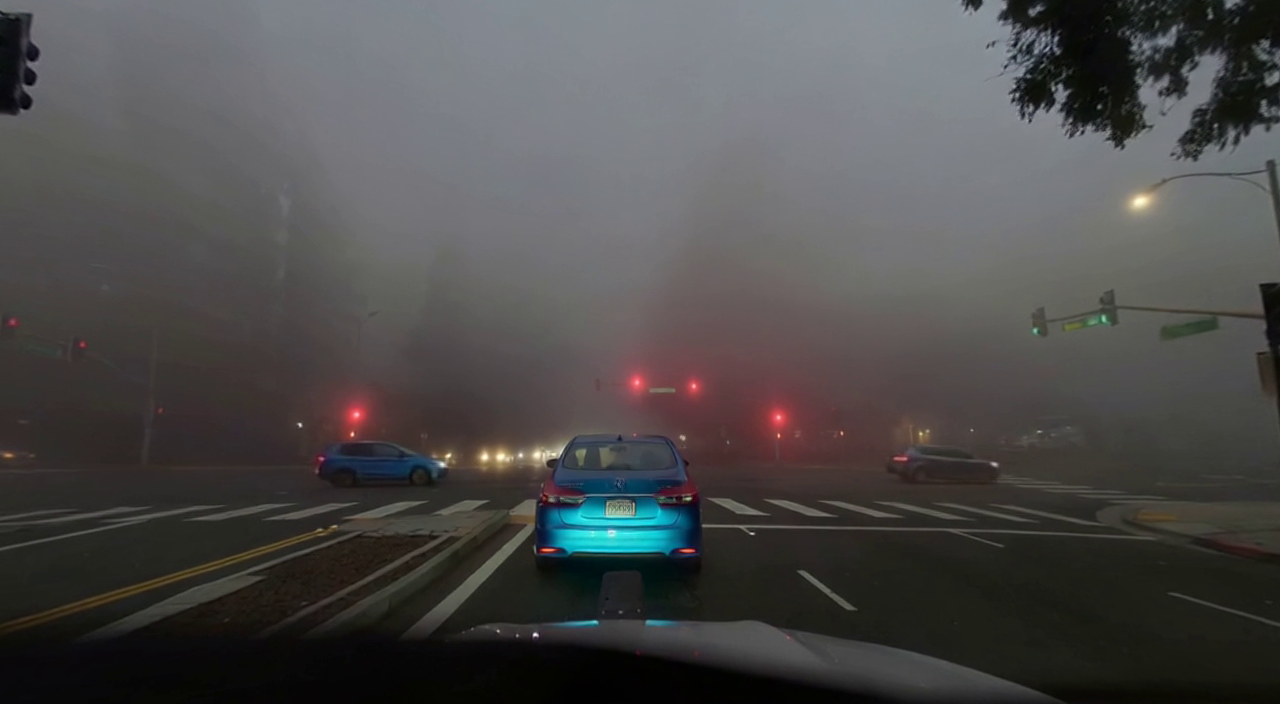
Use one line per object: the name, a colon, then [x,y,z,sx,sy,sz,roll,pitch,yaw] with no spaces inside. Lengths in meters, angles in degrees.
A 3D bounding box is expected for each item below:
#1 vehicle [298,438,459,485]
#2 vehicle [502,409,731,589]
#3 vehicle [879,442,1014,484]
vehicle: [-9.277,3.908,22.771,4.891,1.591,2.067,0,-8,-1]
vehicle: [-0.247,1.622,7.769,2.066,1.618,3.922,0,-8,-1]
vehicle: [13.415,4.851,27.837,4.912,1.731,2.022,1,-8,-5]
